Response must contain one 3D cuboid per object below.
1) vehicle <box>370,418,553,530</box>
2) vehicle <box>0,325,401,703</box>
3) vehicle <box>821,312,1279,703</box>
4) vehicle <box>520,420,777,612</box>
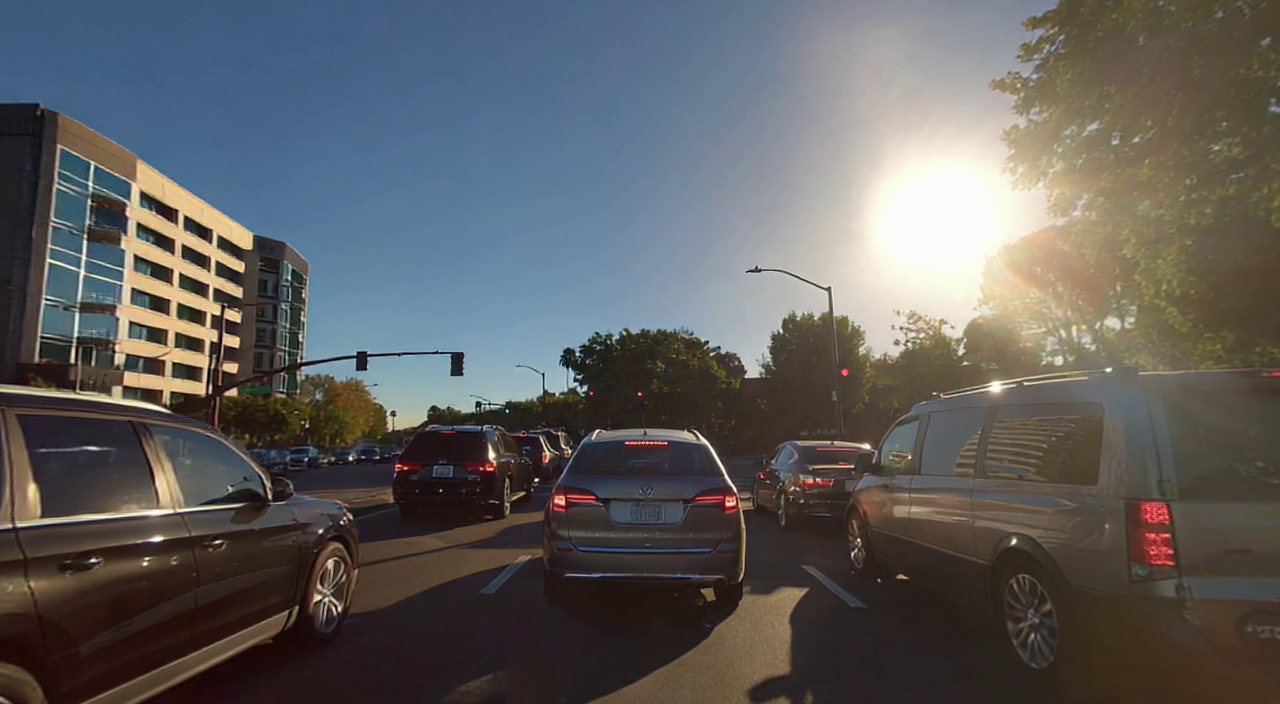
[{"bbox_3d":[-3.184,2.300,12.444,2.117,1.772,4.619,0,-8,2],"label":"vehicle"},{"bbox_3d":[-3.123,0.956,3.306,1.982,1.721,4.261,0,-8,1],"label":"vehicle"},{"bbox_3d":[3.216,1.096,4.722,2.141,1.833,4.704,0,-8,-2],"label":"vehicle"},{"bbox_3d":[0.028,1.587,7.011,2.021,1.490,3.948,0,-8,-1],"label":"vehicle"}]
